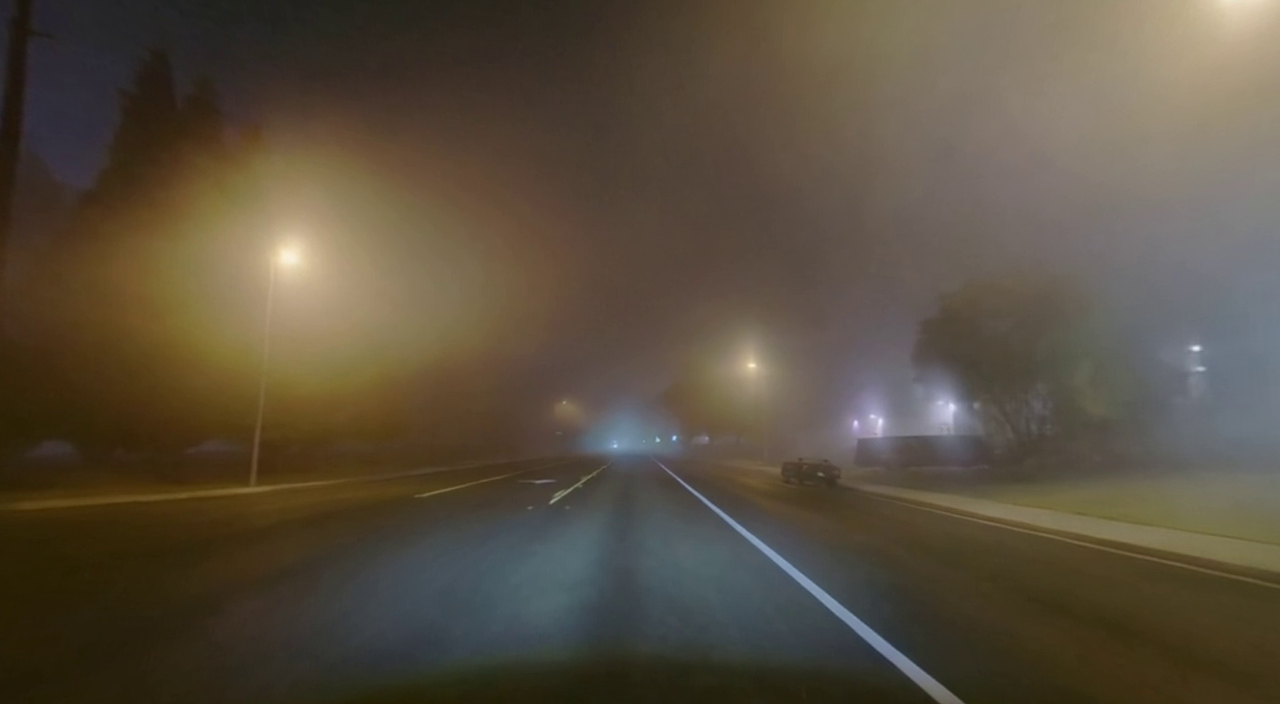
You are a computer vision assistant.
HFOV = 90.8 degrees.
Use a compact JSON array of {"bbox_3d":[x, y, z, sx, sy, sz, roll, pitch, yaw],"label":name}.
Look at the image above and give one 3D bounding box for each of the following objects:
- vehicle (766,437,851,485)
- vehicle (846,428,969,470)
[{"bbox_3d":[6.700,4.387,25.711,2.043,1.747,4.680,0,-8,-2],"label":"vehicle"},{"bbox_3d":[12.955,4.745,30.896,5.037,1.925,2.021,-1,-8,4],"label":"vehicle"}]
